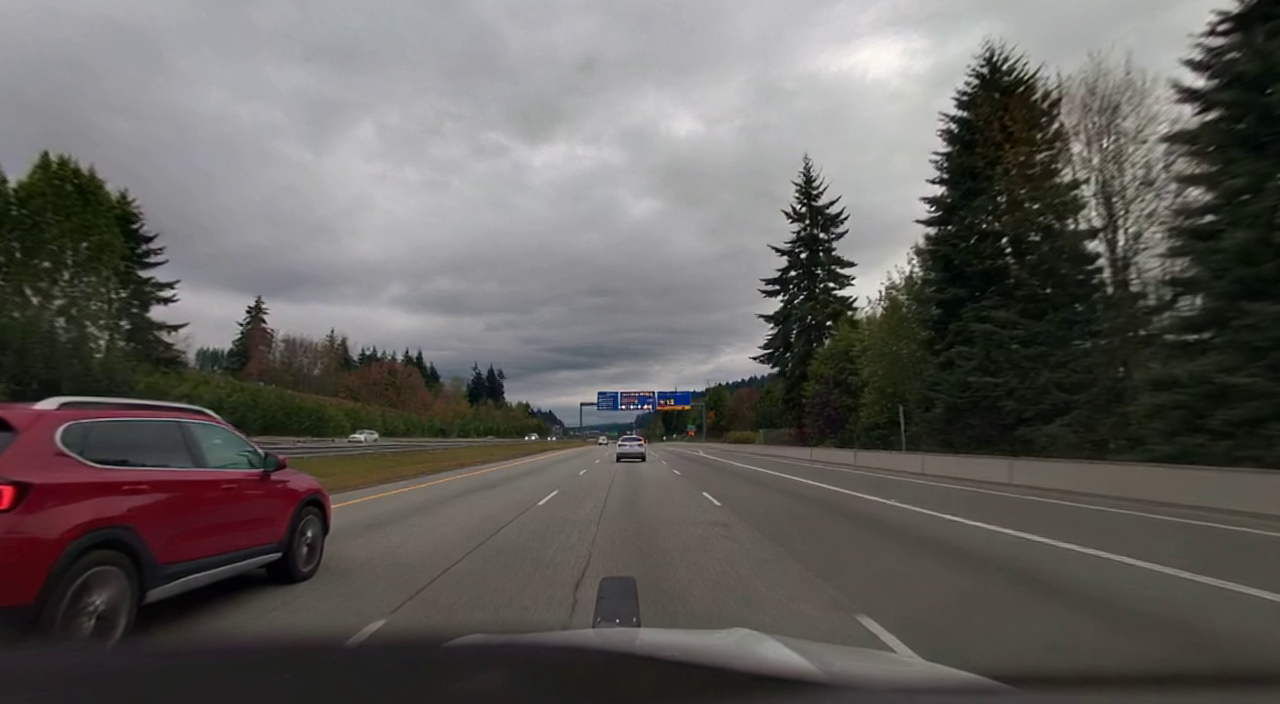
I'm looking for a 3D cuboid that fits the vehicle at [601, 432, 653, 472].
[{"bbox_3d":[-0.550,4.184,26.543,2.010,1.534,4.013,0,-8,-1],"label":"vehicle"}]

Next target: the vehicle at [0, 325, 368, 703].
[{"bbox_3d":[-3.368,0.857,3.025,2.111,1.689,4.505,0,-8,0],"label":"vehicle"}]
